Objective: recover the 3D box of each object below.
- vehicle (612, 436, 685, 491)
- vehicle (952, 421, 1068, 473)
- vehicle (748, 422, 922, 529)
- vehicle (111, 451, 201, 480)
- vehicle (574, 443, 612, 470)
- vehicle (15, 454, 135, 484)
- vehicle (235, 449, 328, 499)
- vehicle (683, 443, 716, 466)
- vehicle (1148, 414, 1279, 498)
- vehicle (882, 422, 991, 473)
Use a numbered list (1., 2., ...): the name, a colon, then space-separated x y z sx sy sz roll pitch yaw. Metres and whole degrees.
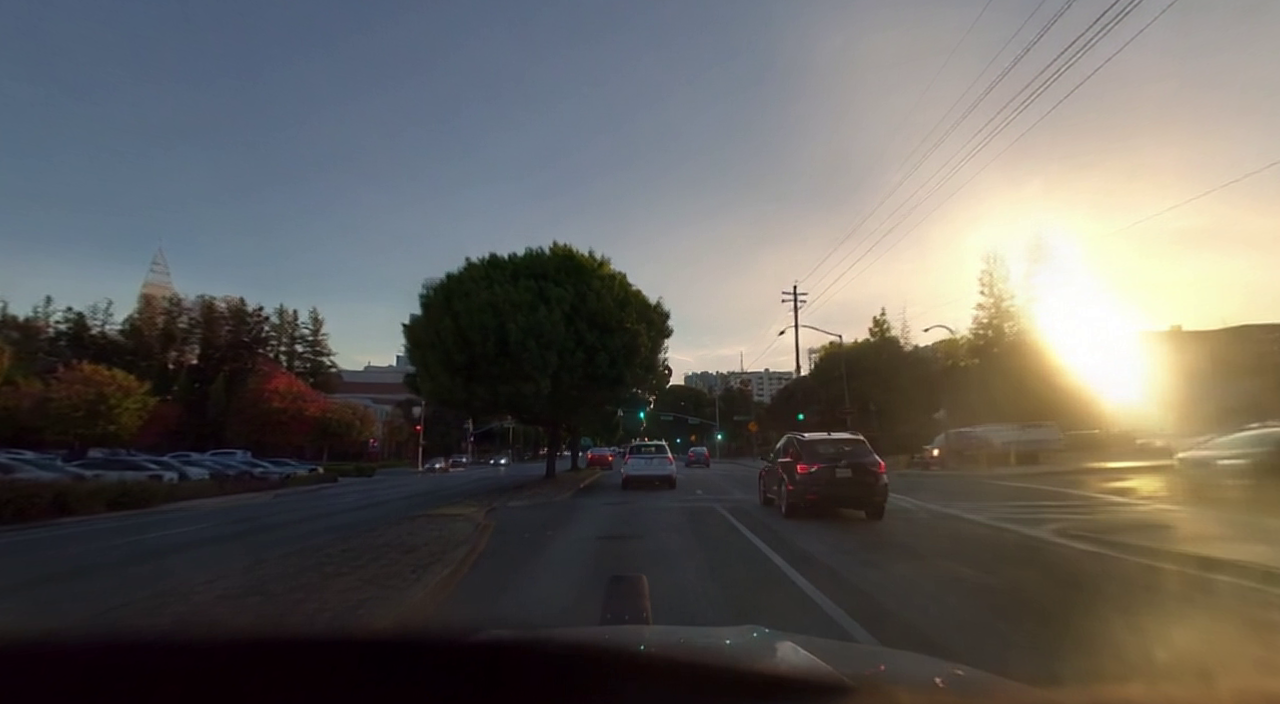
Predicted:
1. vehicle: 0.269 3.698 21.322 2.200 1.653 4.127 0 -9 0
2. vehicle: 14.349 3.745 24.819 2.146 1.837 4.512 -1 -9 6
3. vehicle: 3.562 2.350 12.579 2.024 1.711 4.512 0 -9 0
4. vehicle: -30.502 7.130 39.889 1.903 1.649 4.654 0 -9 1
5. vehicle: -2.786 6.146 37.247 2.104 1.488 4.546 0 -9 -4
6. vehicle: -30.536 6.310 34.293 1.951 1.459 4.803 0 -9 2
7. vehicle: -12.705 4.284 22.225 2.006 1.510 4.290 6 -12 -40
8. vehicle: 4.079 7.147 43.938 1.880 1.503 4.130 0 -9 -1
9. vehicle: 13.362 2.165 13.197 1.899 1.602 4.297 0 -9 2
10. vehicle: 11.741 3.861 25.435 2.238 1.845 4.874 -1 -9 3
